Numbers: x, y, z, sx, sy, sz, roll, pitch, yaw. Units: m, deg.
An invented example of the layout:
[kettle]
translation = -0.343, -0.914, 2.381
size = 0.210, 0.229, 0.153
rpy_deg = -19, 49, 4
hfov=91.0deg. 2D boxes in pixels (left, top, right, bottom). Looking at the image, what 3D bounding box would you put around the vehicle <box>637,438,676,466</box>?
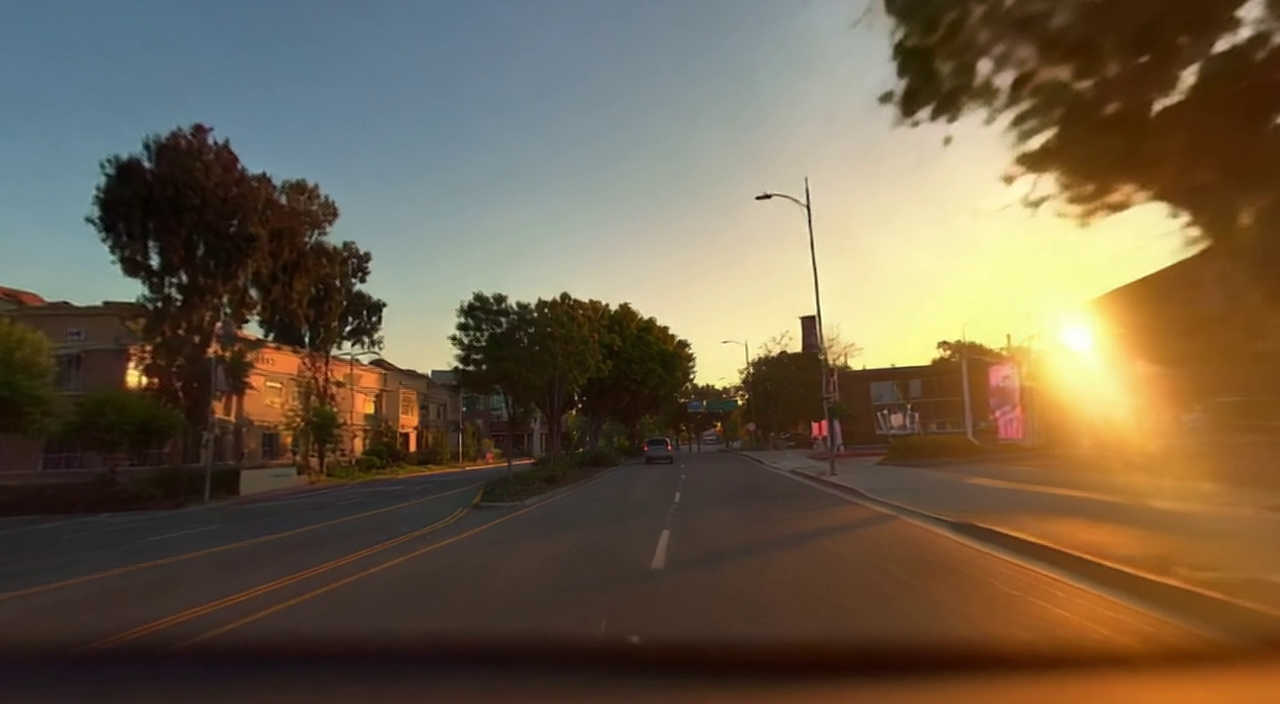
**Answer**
[vehicle]
translation = 1.142, 6.424, 40.647
size = 2.235, 1.719, 4.292
rpy_deg = 0, -8, 5
